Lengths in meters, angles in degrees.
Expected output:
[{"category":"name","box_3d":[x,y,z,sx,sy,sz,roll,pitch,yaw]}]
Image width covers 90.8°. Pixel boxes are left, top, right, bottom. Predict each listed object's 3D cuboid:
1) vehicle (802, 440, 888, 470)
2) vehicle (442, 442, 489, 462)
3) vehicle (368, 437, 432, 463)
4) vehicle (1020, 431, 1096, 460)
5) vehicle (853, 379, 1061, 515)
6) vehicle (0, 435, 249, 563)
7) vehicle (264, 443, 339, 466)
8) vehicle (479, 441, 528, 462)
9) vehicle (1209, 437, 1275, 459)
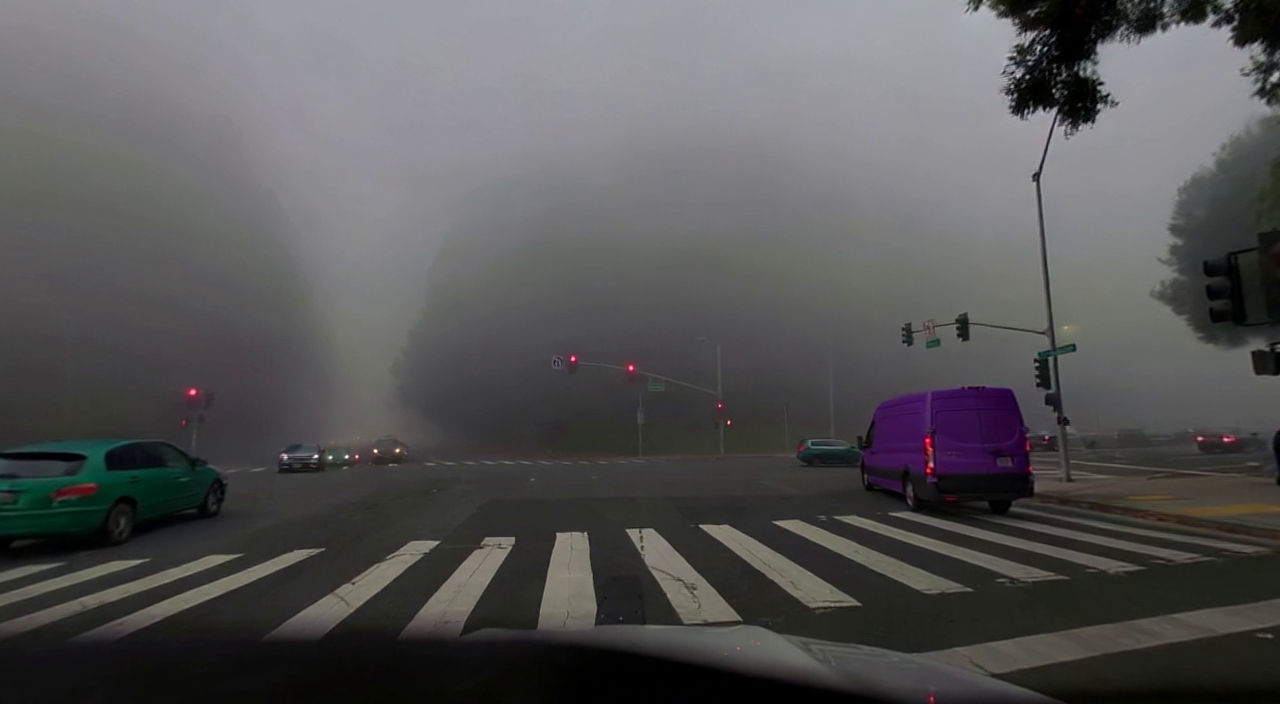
[{"category":"vehicle","box_3d":[10.117,5.137,31.469,3.909,1.409,1.907,-2,-9,14]},{"category":"vehicle","box_3d":[-13.172,7.595,47.863,1.845,1.426,4.289,-1,-9,8]},{"category":"vehicle","box_3d":[-17.375,7.151,46.012,2.189,1.753,4.785,-1,-9,8]},{"category":"vehicle","box_3d":[28.140,6.263,42.504,4.662,1.840,2.055,4,-9,-26]},{"category":"vehicle","box_3d":[6.807,2.157,14.505,2.332,2.511,5.326,-1,-9,5]},{"category":"vehicle","box_3d":[-7.802,1.941,9.314,1.824,1.414,4.597,2,-8,-10]},{"category":"vehicle","box_3d":[-21.832,6.640,40.990,1.859,1.415,4.591,-1,-9,8]},{"category":"vehicle","box_3d":[-10.145,7.463,47.388,2.097,1.484,4.596,-1,-9,8]},{"category":"vehicle","box_3d":[41.770,6.657,43.810,4.413,1.485,1.860,4,-10,-28]}]
